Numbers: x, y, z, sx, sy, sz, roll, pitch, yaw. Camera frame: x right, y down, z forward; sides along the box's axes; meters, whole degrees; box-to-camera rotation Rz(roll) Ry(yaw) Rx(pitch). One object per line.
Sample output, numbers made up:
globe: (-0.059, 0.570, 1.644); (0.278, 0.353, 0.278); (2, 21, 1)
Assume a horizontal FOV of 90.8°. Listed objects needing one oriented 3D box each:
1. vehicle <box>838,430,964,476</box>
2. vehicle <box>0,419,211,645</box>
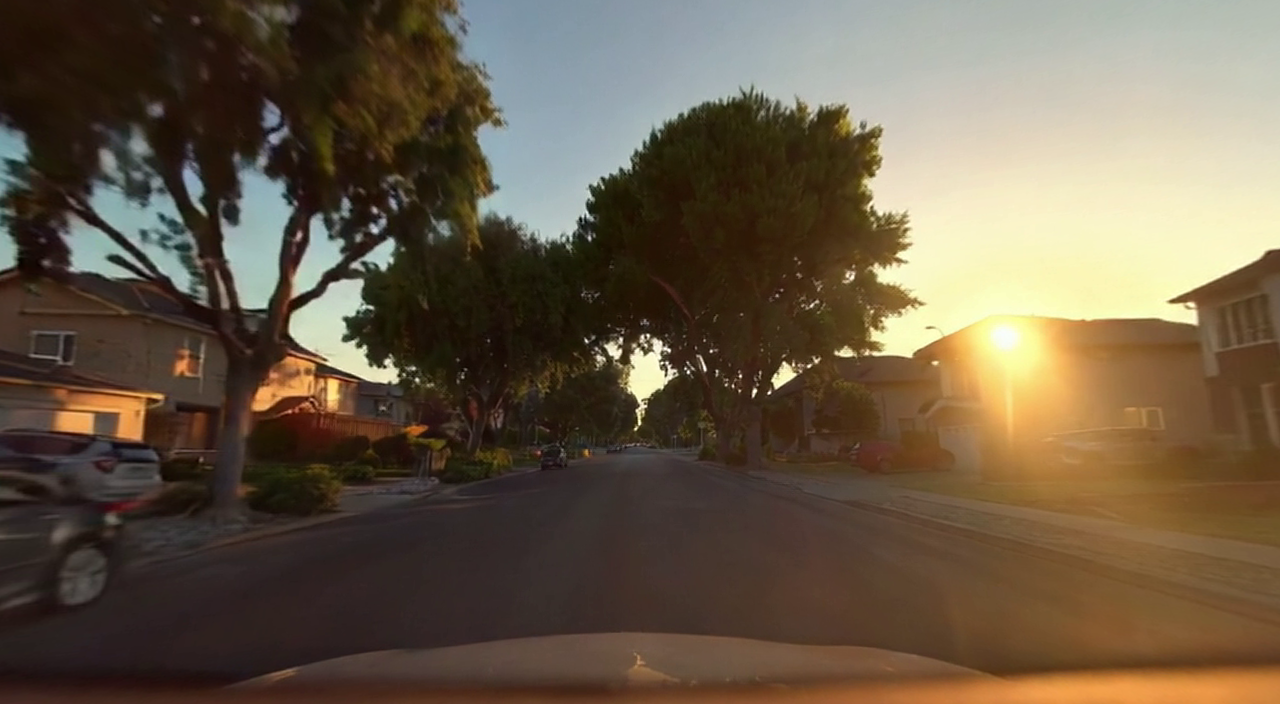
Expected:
vehicle: (11.291, 4.363, 27.483); (4.626, 1.880, 1.980); (1, -9, -9)
vehicle: (-5.608, 1.321, 4.632); (1.944, 1.621, 4.187); (-1, -9, 0)
